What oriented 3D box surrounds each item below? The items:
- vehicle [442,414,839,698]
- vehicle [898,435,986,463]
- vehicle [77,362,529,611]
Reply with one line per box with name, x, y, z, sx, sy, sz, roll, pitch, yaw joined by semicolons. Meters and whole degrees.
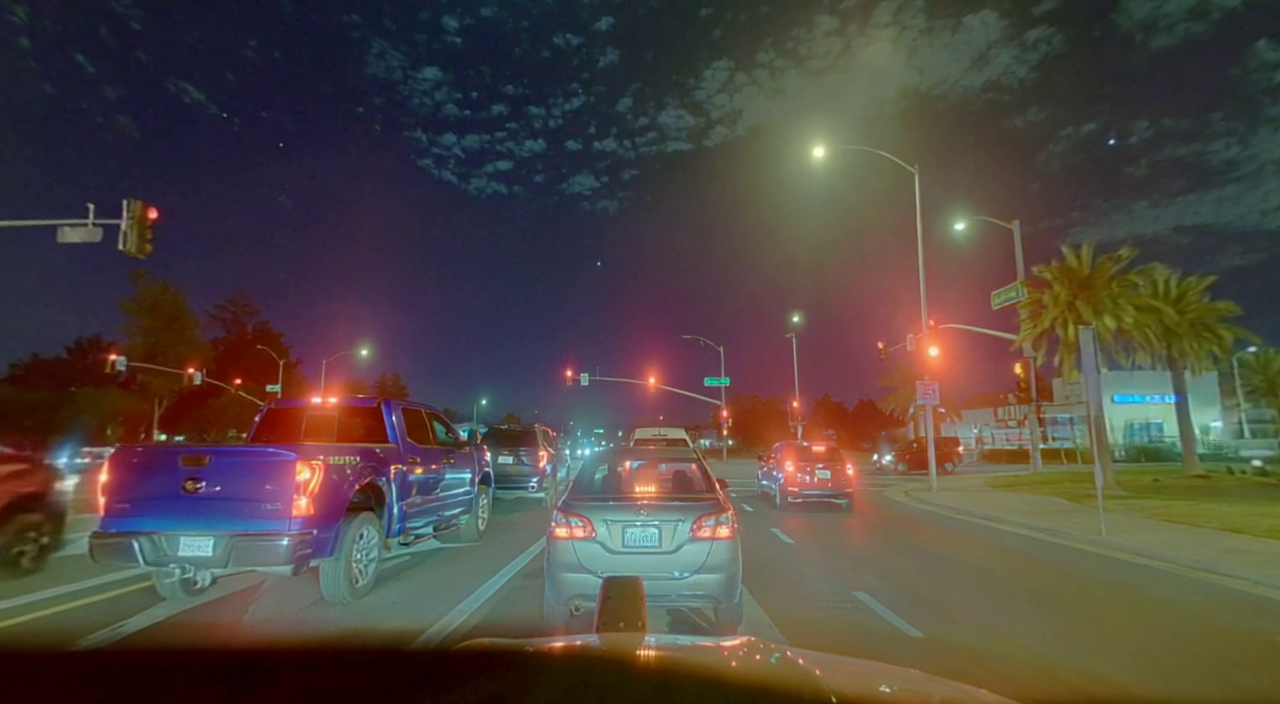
vehicle;0.035;1.400;5.513;2.122;1.501;4.152;0;-8;1
vehicle;18.827;6.072;39.296;4.466;1.717;1.963;0;-8;2
vehicle;-3.221;1.481;7.917;2.330;1.969;5.626;-1;-8;3
